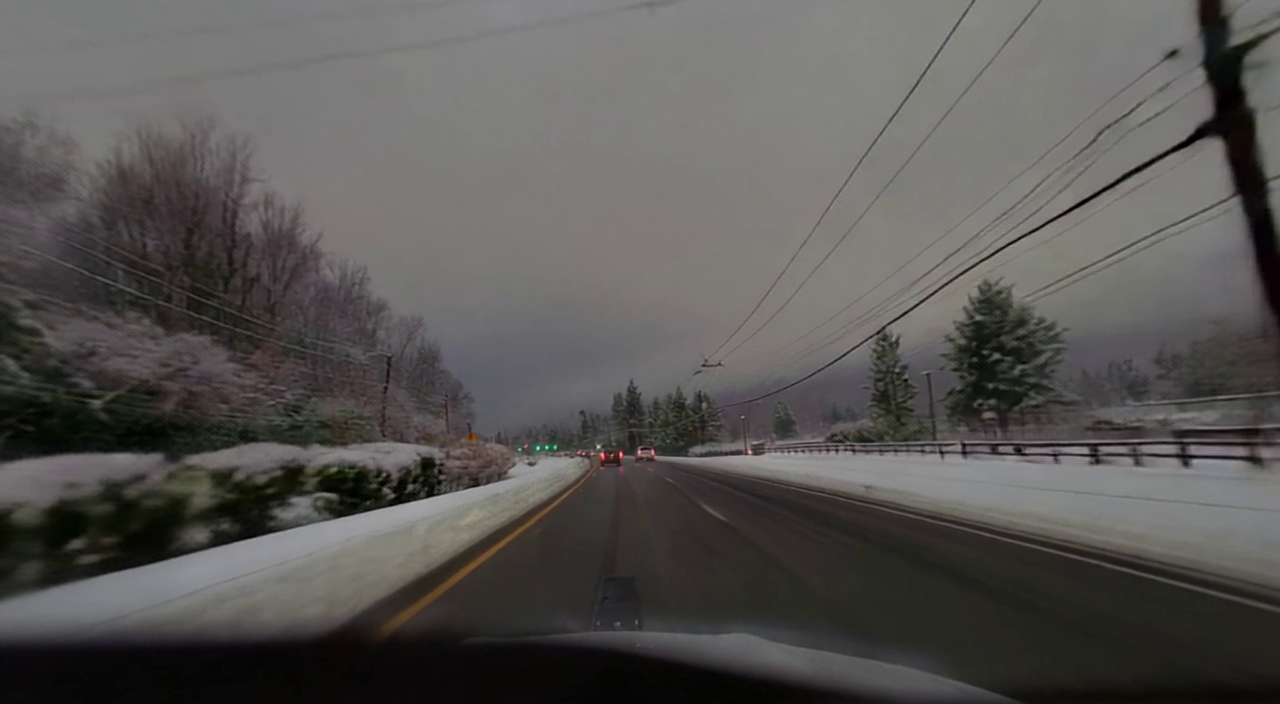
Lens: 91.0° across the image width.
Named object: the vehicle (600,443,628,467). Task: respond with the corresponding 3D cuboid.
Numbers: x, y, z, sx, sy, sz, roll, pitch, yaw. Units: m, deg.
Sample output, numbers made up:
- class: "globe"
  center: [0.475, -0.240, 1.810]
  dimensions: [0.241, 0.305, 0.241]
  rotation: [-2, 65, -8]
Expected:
- class: "vehicle"
  center: [-1.935, 7.520, 46.200]
  dimensions: [2.005, 1.633, 4.044]
  rotation: [0, -9, -3]
